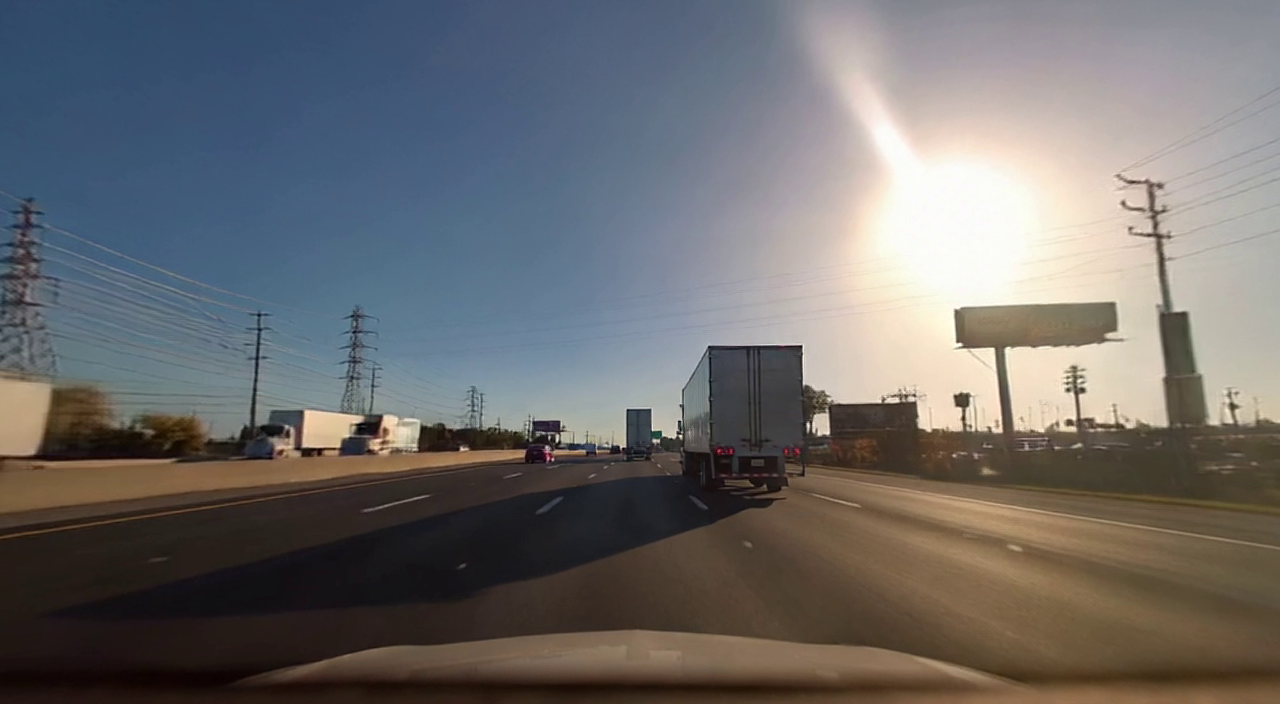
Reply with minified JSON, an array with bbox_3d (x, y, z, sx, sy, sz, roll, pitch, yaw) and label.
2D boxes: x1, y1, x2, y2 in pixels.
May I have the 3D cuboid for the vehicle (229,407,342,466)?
[{"bbox_3d":[-24.720,6.040,44.750,3.057,3.802,8.100,0,-9,1],"label":"vehicle"}]

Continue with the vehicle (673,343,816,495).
[{"bbox_3d":[3.274,3.059,25.692,2.892,4.152,16.575,0,-9,0],"label":"vehicle"}]

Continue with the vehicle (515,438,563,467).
[{"bbox_3d":[-7.191,7.276,45.844,2.425,1.917,5.647,0,-9,2],"label":"vehicle"}]
